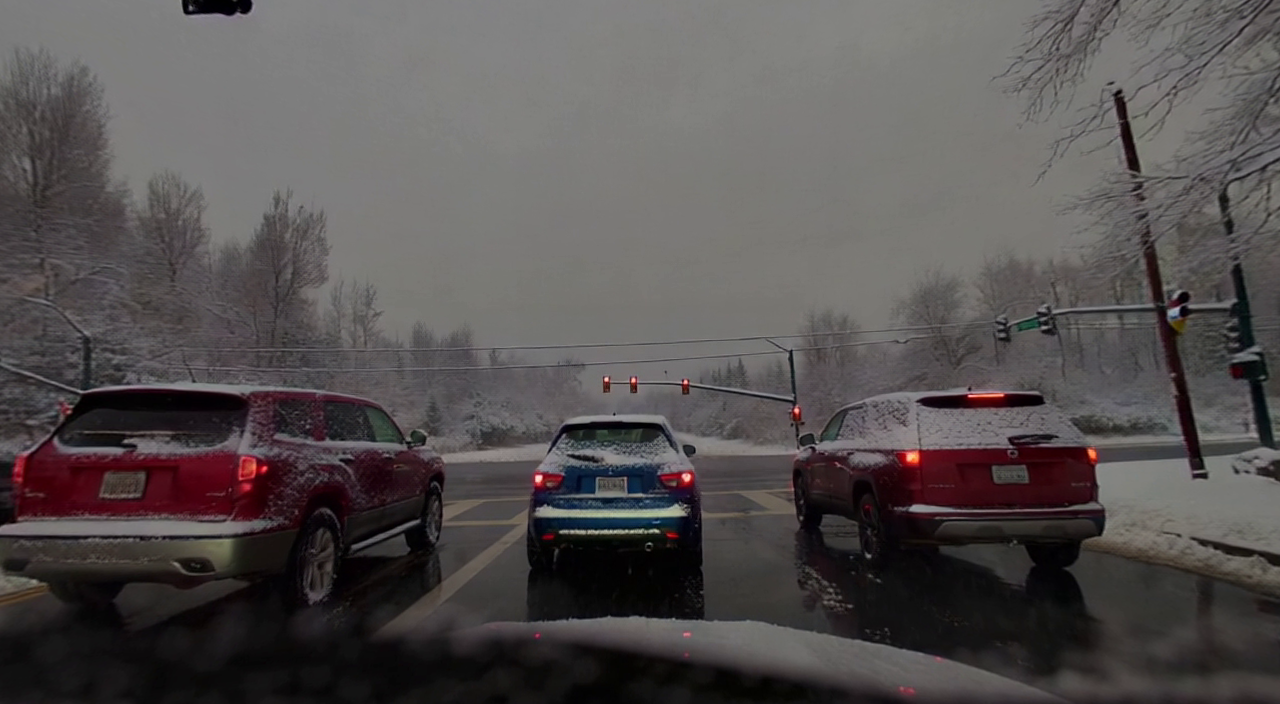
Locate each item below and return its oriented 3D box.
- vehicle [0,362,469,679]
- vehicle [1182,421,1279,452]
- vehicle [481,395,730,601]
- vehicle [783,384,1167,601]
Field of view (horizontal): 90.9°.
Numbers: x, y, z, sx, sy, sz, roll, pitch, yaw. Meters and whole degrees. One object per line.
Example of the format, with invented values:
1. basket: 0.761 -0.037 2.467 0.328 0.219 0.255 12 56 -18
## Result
1. vehicle: -3.275 1.279 5.892 2.047 1.810 4.414 0 -8 1
2. vehicle: 32.809 4.657 34.757 4.175 1.634 1.877 1 -8 -5
3. vehicle: -0.232 1.510 7.317 2.067 1.702 3.987 0 -8 2
4. vehicle: 3.272 1.486 7.518 2.083 1.779 4.532 0 -8 0
